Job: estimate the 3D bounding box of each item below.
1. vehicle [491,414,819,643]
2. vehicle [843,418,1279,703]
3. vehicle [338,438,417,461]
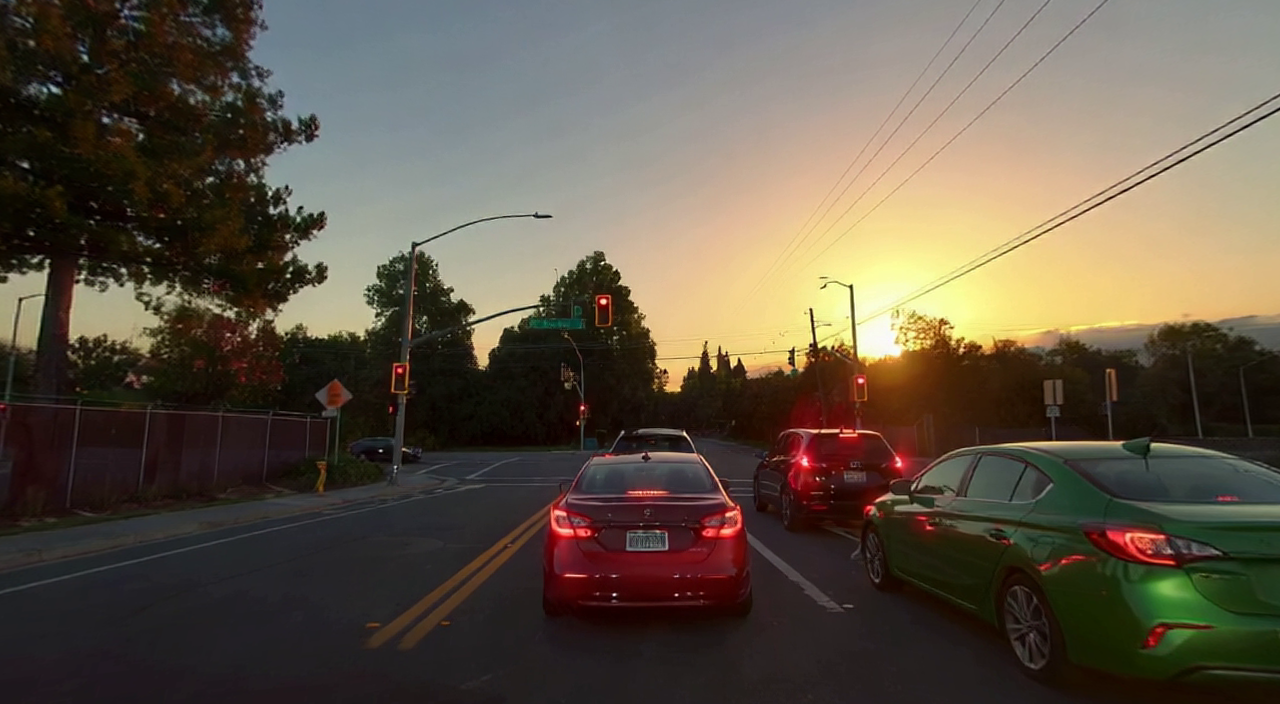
[{"bbox_3d":[0.065,1.493,6.433,2.170,1.497,4.369,0,-8,-1],"label":"vehicle"},{"bbox_3d":[3.086,1.245,4.137,2.027,1.432,4.431,0,-8,0],"label":"vehicle"},{"bbox_3d":[-17.238,6.419,41.467,4.406,1.458,1.892,-1,-8,7],"label":"vehicle"}]
